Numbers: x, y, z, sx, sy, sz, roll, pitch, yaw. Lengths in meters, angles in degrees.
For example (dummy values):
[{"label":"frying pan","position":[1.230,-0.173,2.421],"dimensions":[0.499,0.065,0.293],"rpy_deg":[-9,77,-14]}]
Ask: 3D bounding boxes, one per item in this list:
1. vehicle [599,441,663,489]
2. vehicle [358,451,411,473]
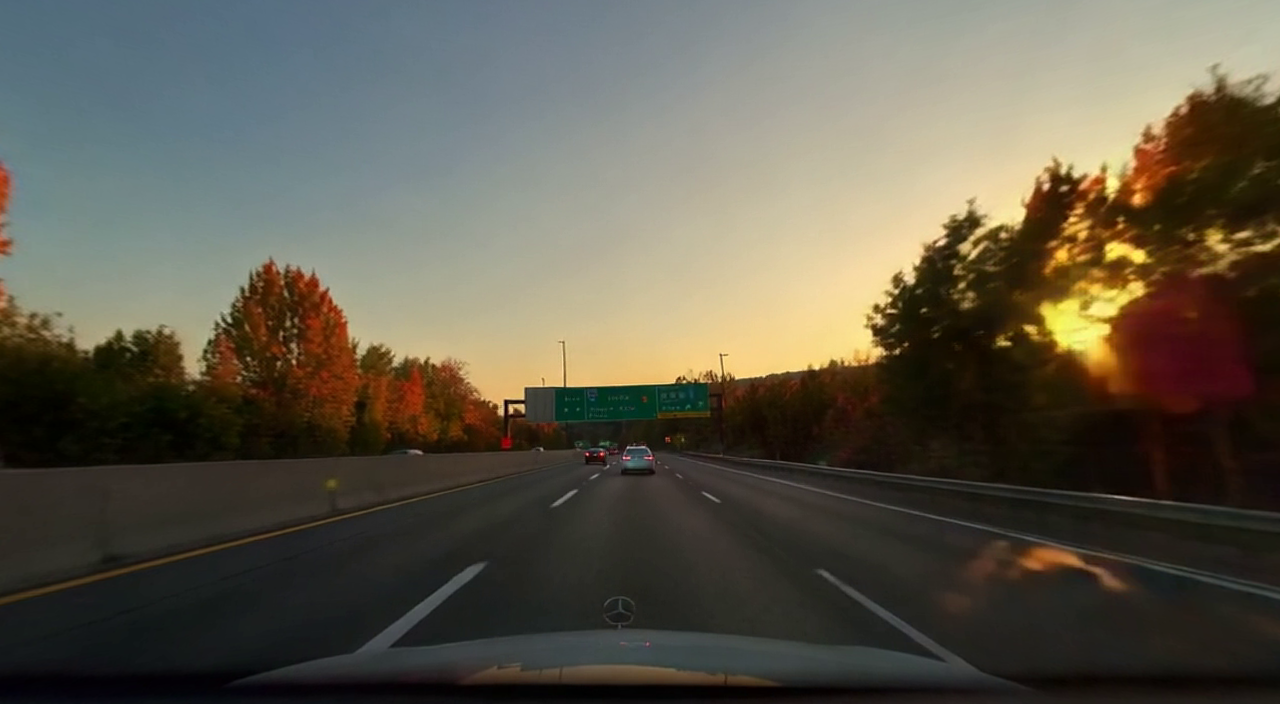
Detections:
[{"label":"vehicle","position":[-0.318,3.934,22.105],"dimensions":[2.066,1.490,3.759],"rpy_deg":[-1,-9,-1]},{"label":"vehicle","position":[-17.959,7.716,44.262],"dimensions":[1.842,1.451,4.524],"rpy_deg":[-1,-9,0]}]
